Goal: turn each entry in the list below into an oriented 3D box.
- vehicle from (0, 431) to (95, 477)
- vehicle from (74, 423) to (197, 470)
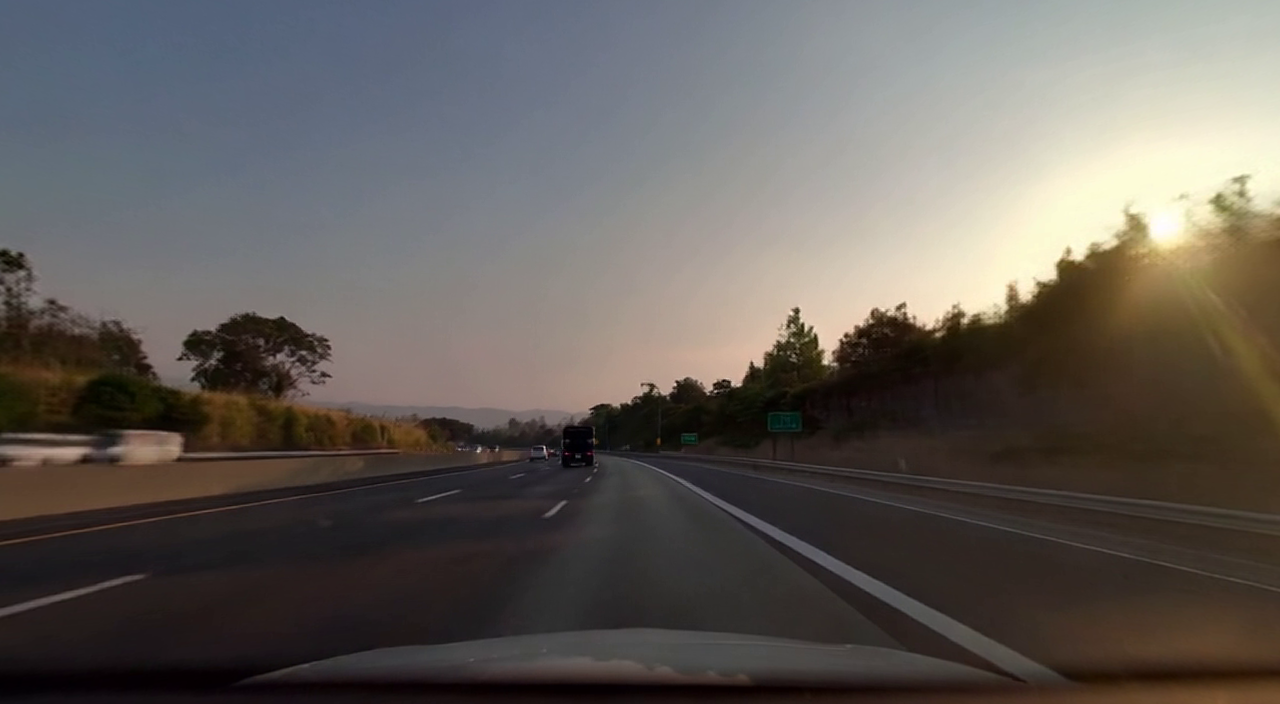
[{"bbox_3d":[-26.033,4.274,26.466,2.037,1.780,4.913,0,-8,-3],"label":"vehicle"},{"bbox_3d":[-26.274,4.957,33.125,2.466,2.214,4.830,0,-8,-2],"label":"vehicle"}]
